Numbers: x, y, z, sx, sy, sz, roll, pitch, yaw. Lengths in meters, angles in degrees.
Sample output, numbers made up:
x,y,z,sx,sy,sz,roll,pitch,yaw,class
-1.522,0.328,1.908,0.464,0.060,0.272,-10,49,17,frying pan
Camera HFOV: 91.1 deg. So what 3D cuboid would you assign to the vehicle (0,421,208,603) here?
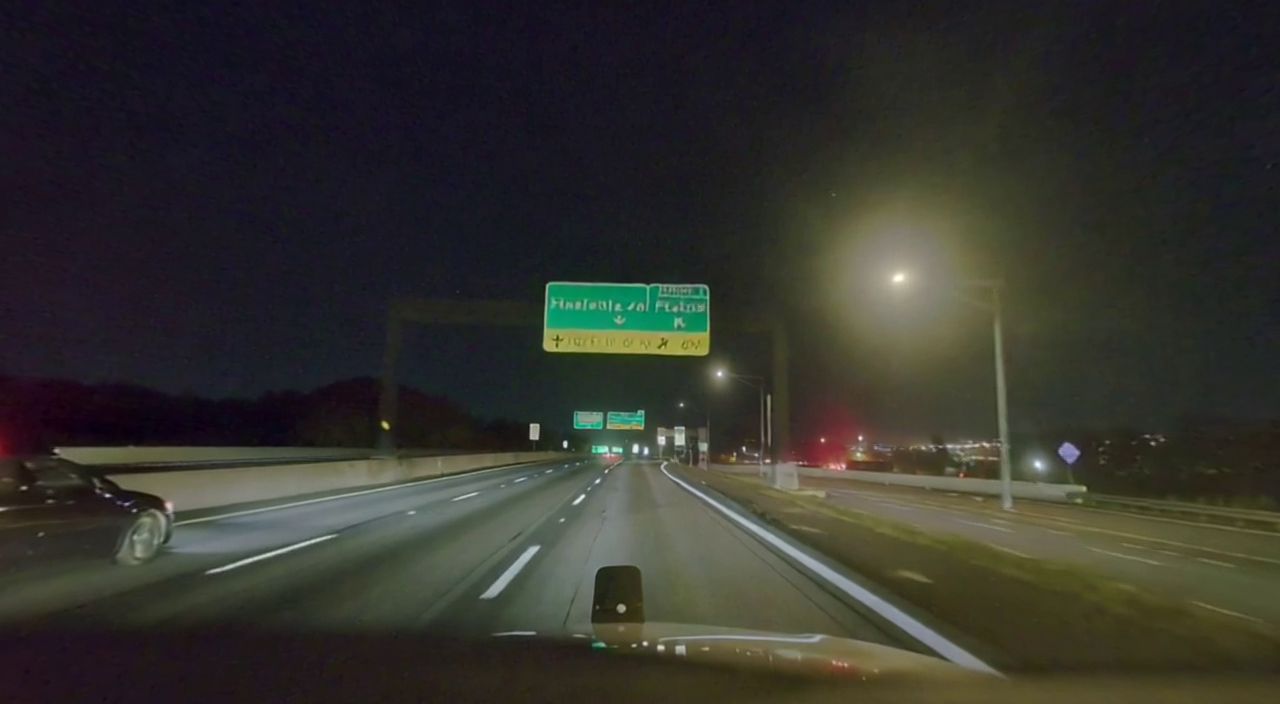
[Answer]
x,y,z,sx,sy,sz,roll,pitch,yaw,class
-6.629,1.469,5.856,2.034,1.578,4.488,-1,-9,-1,vehicle
